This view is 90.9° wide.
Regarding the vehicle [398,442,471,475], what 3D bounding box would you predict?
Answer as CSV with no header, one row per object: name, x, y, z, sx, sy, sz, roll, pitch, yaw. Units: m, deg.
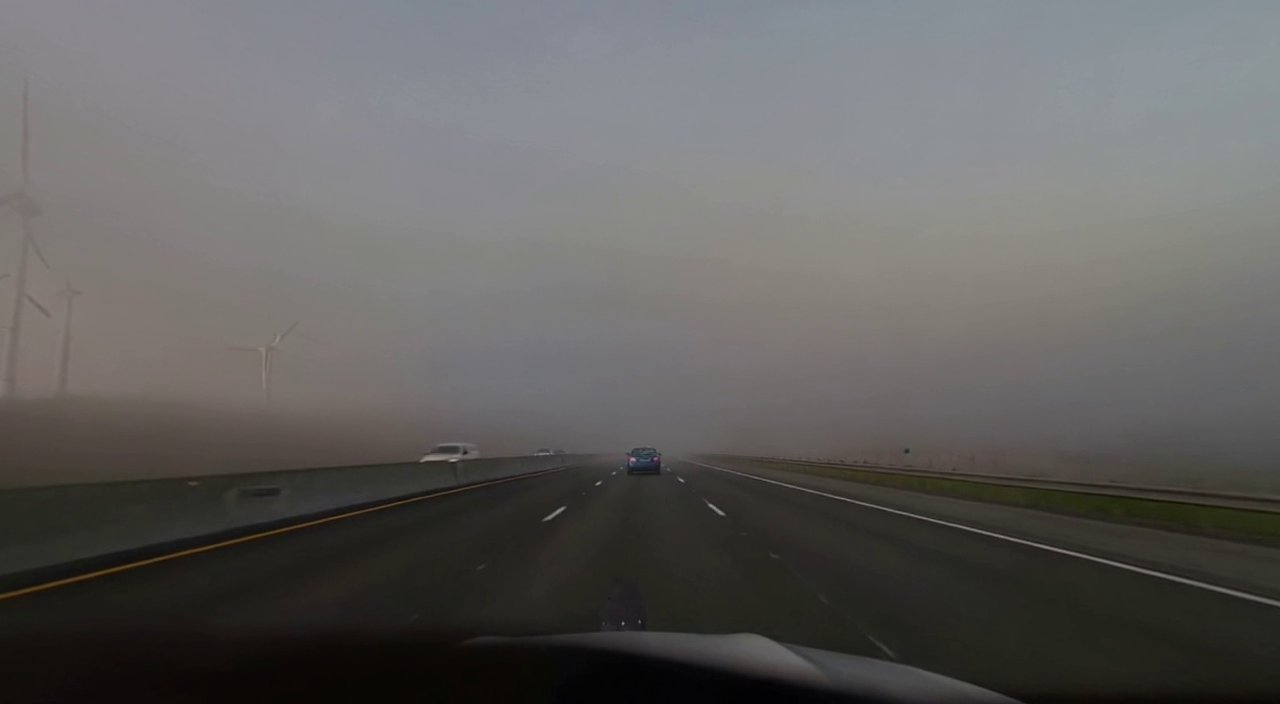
vehicle,-11.671,6.089,36.261,2.201,1.765,5.378,-1,-9,2

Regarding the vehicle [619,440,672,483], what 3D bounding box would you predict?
vehicle,0.208,4.658,26.975,2.083,1.653,3.787,0,-9,0
